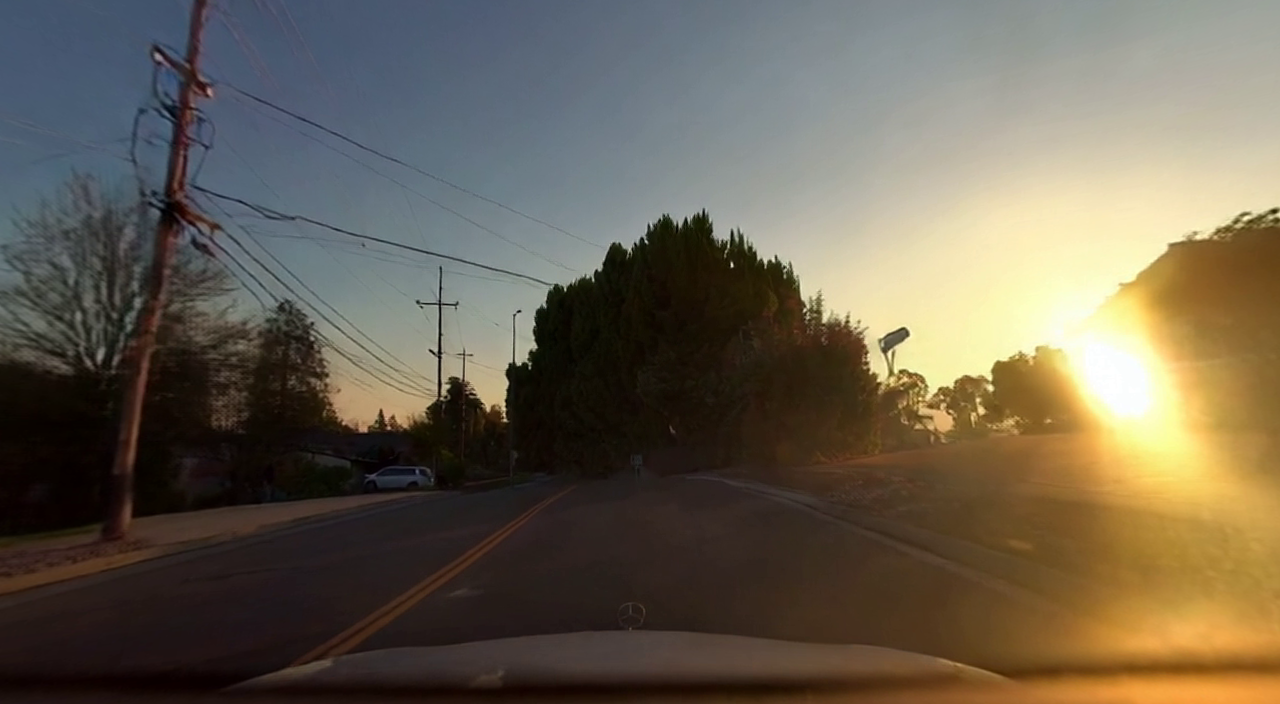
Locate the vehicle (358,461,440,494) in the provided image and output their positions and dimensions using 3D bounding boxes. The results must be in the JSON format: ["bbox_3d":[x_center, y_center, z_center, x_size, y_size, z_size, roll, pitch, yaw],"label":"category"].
[{"bbox_3d":[-16.627,8.718,43.992,2.301,2.081,6.706,-3,-11,8],"label":"vehicle"}]
